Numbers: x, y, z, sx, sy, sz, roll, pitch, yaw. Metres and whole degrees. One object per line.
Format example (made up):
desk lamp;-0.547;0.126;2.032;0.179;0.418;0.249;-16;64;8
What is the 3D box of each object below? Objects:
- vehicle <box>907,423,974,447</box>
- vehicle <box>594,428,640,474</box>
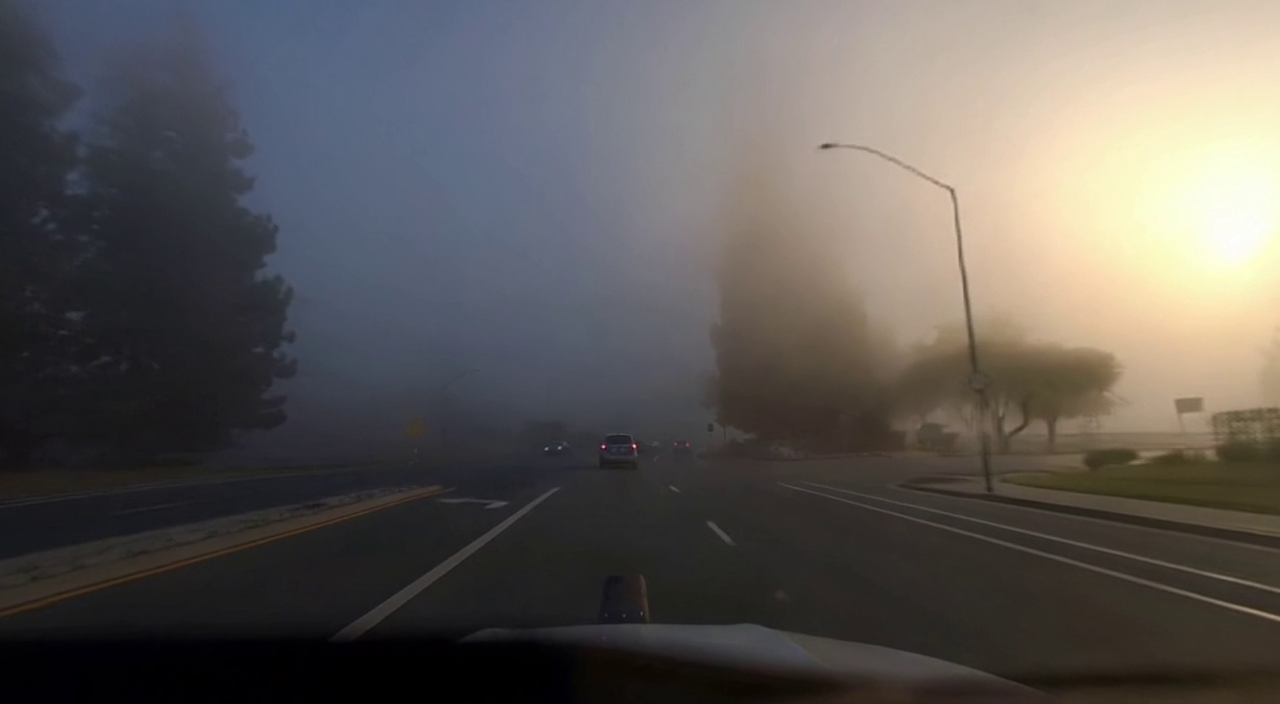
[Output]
vehicle;21.759;6.073;45.642;1.826;1.621;4.546;2;-9;-15
vehicle;-1.046;4.724;30.180;2.072;2.002;4.391;0;-8;-1
